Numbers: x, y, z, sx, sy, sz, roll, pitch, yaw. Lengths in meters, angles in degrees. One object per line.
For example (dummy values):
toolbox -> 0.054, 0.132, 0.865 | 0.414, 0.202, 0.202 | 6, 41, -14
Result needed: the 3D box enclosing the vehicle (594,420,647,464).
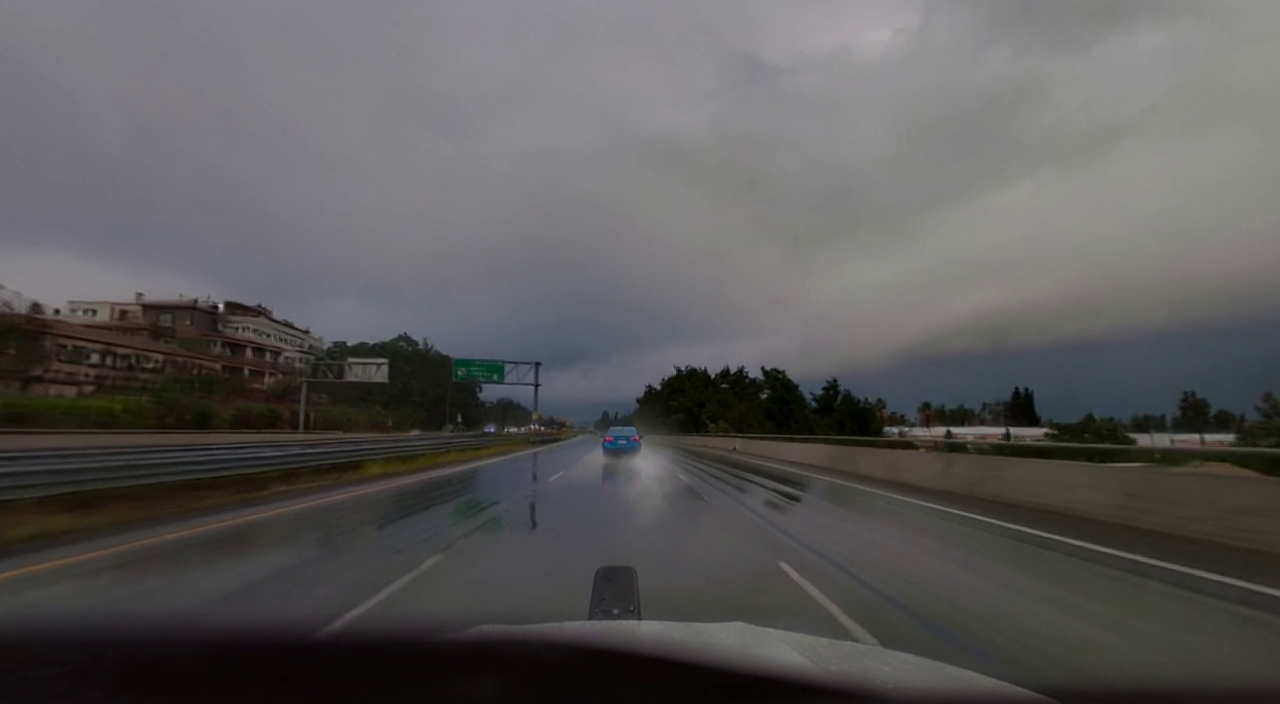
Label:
vehicle -> -0.784, 3.681, 25.904 | 2.020, 1.633, 3.942 | 0, -7, -2
